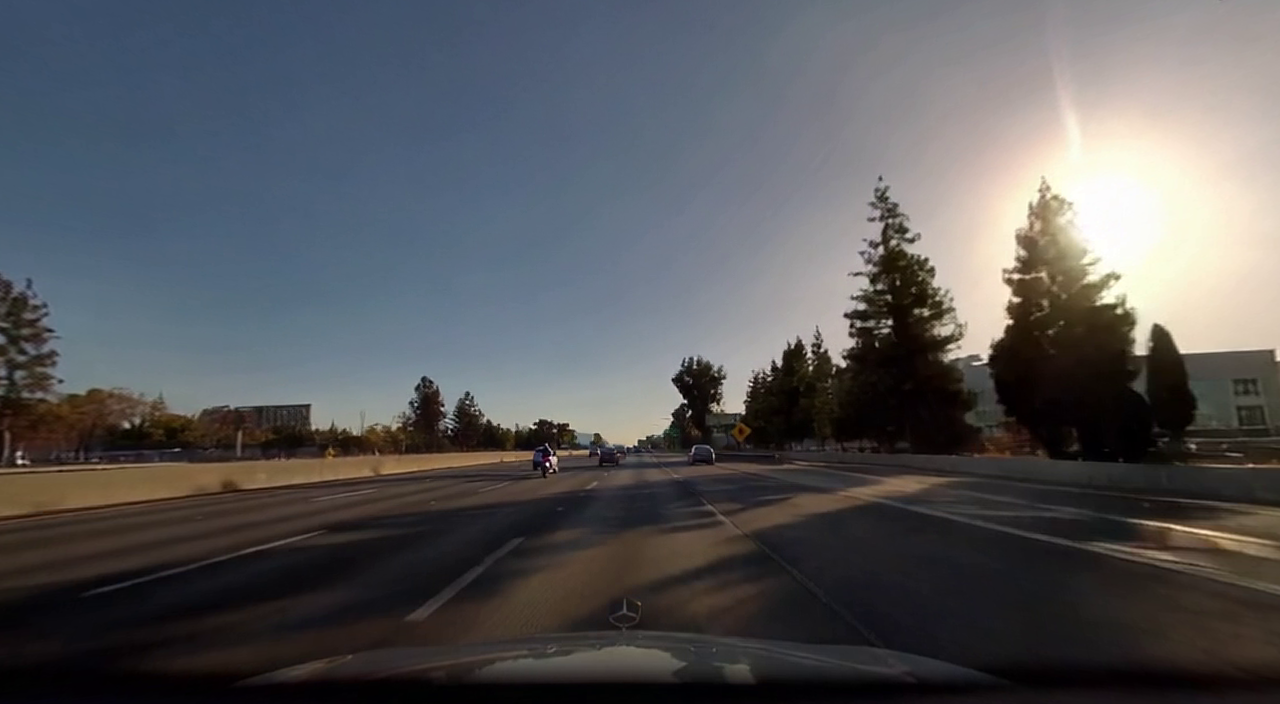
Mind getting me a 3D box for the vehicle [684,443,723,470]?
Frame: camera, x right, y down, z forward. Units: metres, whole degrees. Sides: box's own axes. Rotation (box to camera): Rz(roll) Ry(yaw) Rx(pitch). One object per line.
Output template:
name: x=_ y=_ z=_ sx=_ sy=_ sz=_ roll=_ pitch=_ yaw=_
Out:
vehicle: x=4.111 y=6.861 z=41.468 sx=2.047 sy=1.662 sz=4.243 roll=0 pitch=-9 yaw=0
